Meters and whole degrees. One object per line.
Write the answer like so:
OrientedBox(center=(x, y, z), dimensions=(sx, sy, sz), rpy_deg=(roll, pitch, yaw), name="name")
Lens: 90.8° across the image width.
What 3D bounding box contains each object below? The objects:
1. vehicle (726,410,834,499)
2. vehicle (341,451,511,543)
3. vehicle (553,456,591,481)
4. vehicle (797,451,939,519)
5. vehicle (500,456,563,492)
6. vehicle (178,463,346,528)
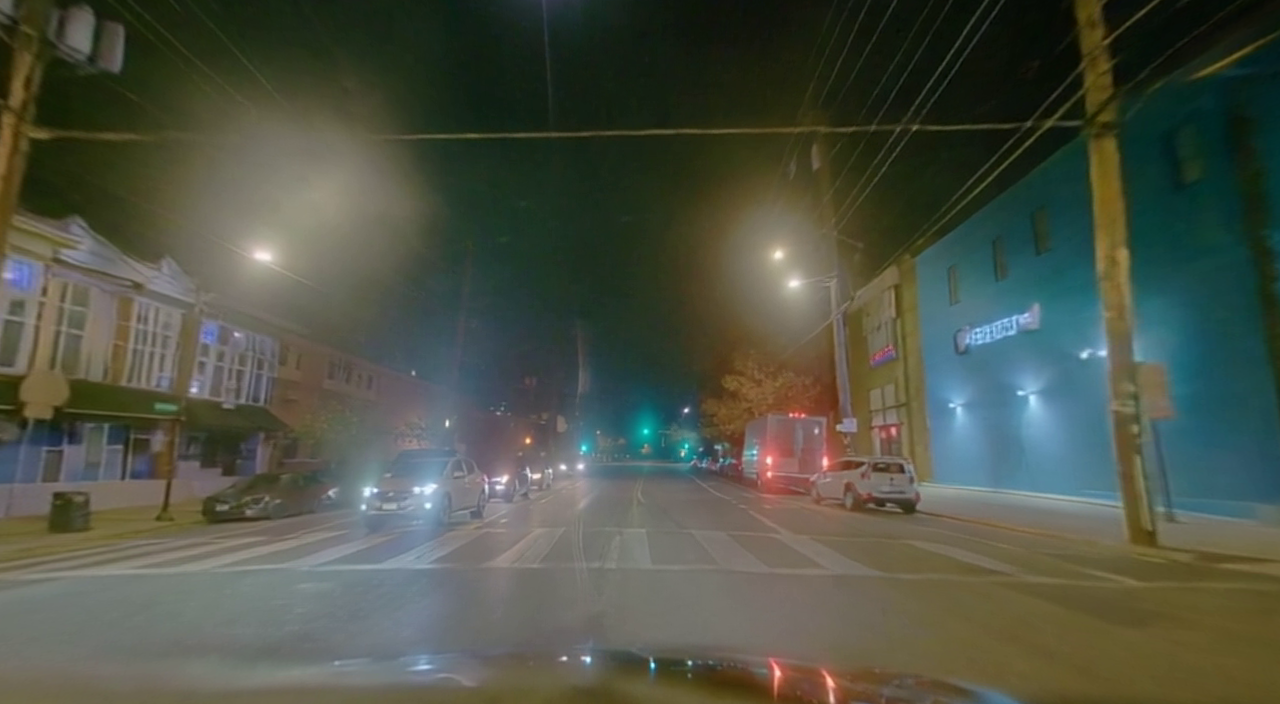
OrientedBox(center=(5.600, 4.304, 26.814), dimensions=(2.815, 3.203, 7.558), rpy_deg=(0, -9, 0), name="vehicle")
OrientedBox(center=(-4.069, 2.800, 12.880), dimensions=(2.050, 1.505, 4.219), rpy_deg=(0, -9, -1), name="vehicle")
OrientedBox(center=(-4.417, 7.592, 41.542), dimensions=(1.925, 1.479, 4.444), rpy_deg=(0, -9, 1), name="vehicle")
OrientedBox(center=(6.278, 3.663, 18.041), dimensions=(1.963, 1.646, 4.204), rpy_deg=(1, -9, -9), name="vehicle")
OrientedBox(center=(-4.979, 5.658, 29.631), dimensions=(1.845, 1.469, 4.413), rpy_deg=(-1, -9, 5), name="vehicle")
OrientedBox(center=(-10.226, 3.878, 17.578), dimensions=(1.978, 1.452, 4.263), rpy_deg=(0, -9, 1), name="vehicle")
